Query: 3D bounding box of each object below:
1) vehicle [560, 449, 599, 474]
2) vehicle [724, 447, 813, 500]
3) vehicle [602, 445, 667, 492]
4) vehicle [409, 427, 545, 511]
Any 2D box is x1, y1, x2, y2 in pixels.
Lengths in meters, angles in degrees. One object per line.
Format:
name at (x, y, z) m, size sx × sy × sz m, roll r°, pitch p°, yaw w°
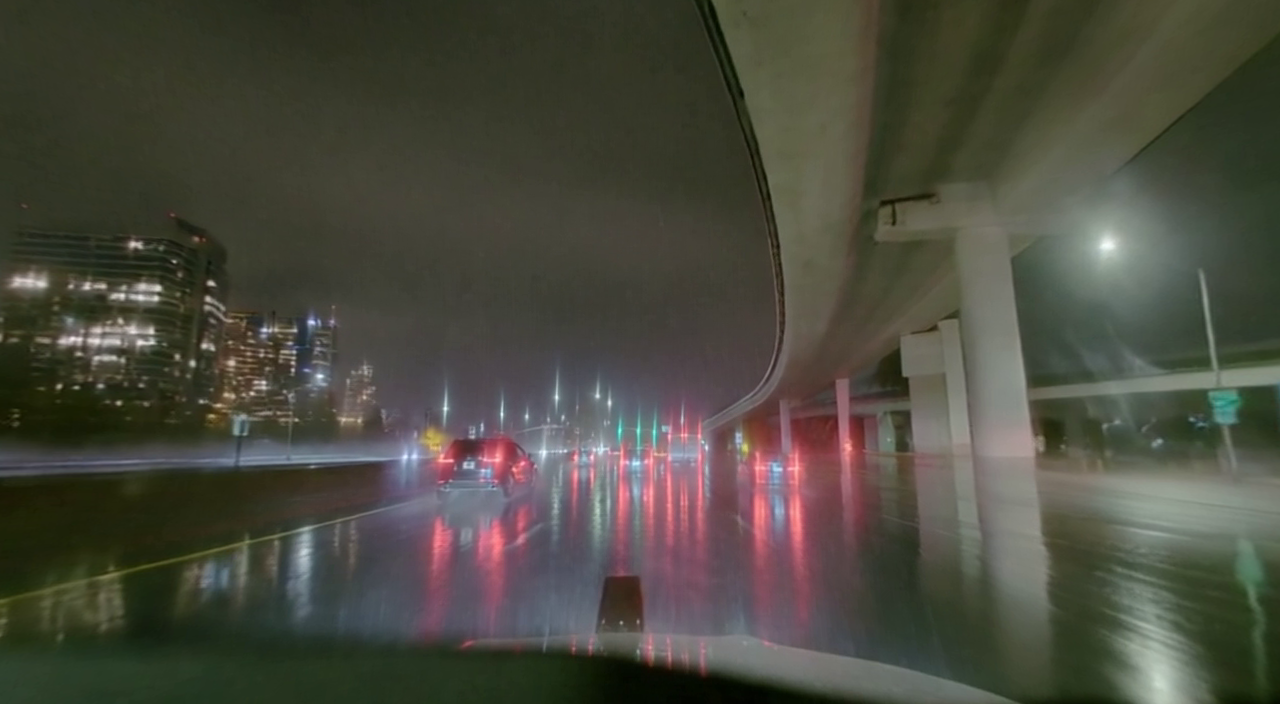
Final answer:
vehicle at (-3.645, 6.688, 38.773) m, size 1.868 × 1.431 × 4.055 m, roll 0°, pitch -9°, yaw 2°
vehicle at (3.987, 3.805, 20.187) m, size 1.974 × 1.490 × 3.994 m, roll 0°, pitch -9°, yaw 0°
vehicle at (-0.158, 4.102, 22.525) m, size 2.089 × 1.493 × 3.964 m, roll 0°, pitch -9°, yaw 0°
vehicle at (-3.929, 2.909, 16.145) m, size 2.142 × 1.819 × 4.648 m, roll 0°, pitch -9°, yaw 1°
